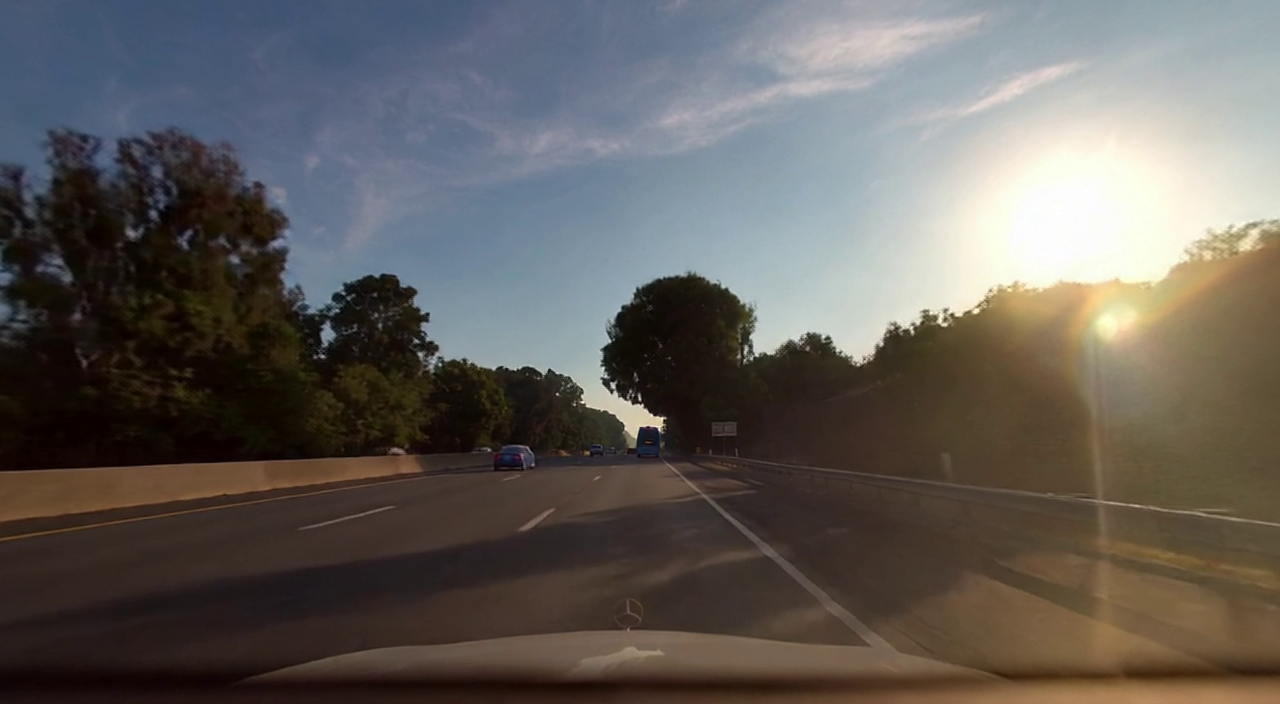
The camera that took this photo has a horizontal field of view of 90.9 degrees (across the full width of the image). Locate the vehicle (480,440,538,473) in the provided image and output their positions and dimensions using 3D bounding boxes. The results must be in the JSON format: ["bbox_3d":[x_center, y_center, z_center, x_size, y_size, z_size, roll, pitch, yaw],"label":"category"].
[{"bbox_3d":[-7.073,5.682,34.507,2.080,1.674,4.660,0,-8,1],"label":"vehicle"}]

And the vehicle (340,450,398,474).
[{"bbox_3d":[-17.622,7.141,41.252,1.785,1.448,4.517,0,-8,1],"label":"vehicle"}]
